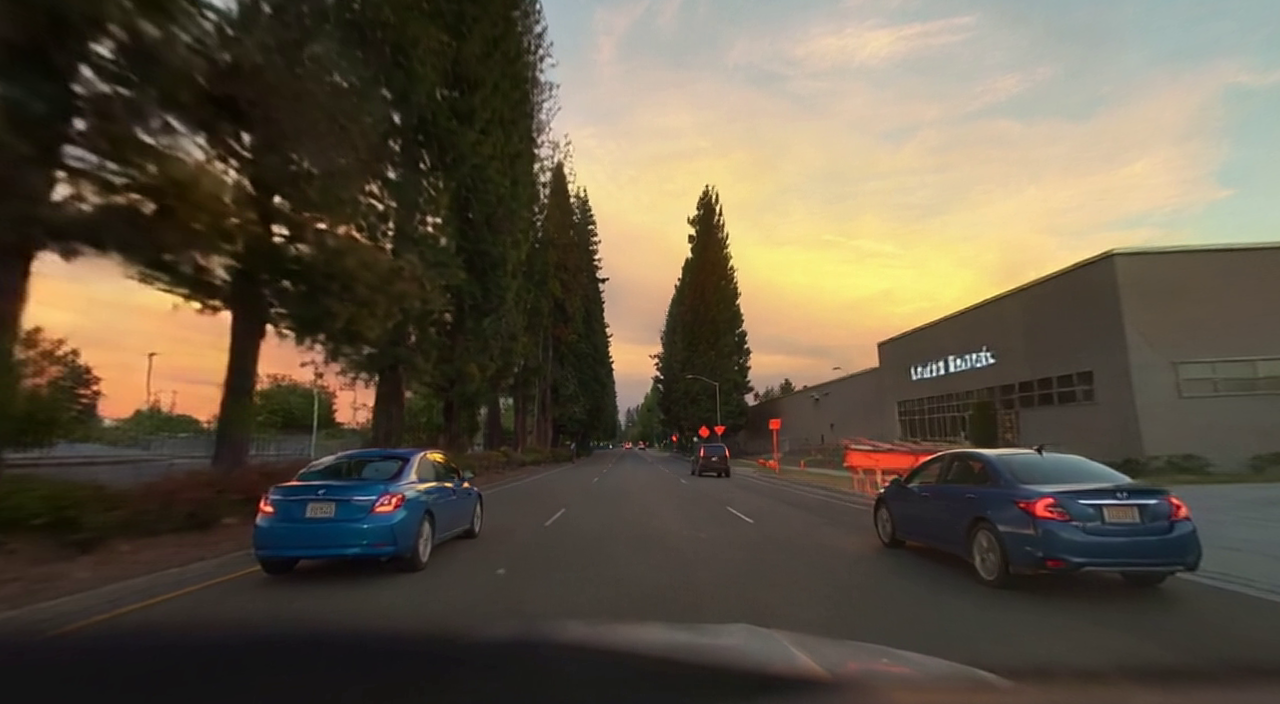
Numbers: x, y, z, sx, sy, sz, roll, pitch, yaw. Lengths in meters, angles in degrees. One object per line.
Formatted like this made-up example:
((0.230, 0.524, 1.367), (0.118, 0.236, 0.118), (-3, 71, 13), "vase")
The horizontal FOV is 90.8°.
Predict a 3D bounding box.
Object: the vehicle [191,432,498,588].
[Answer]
((-3.321, 1.839, 8.201), (2.020, 1.474, 4.098), (0, -9, -1), "vehicle")

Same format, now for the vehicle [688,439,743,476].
((3.901, 5.556, 33.471), (2.159, 1.793, 4.735), (0, -9, -2), "vehicle")

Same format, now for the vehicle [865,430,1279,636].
((4.011, 1.624, 6.605), (1.827, 1.491, 3.743), (0, -9, -1), "vehicle")
